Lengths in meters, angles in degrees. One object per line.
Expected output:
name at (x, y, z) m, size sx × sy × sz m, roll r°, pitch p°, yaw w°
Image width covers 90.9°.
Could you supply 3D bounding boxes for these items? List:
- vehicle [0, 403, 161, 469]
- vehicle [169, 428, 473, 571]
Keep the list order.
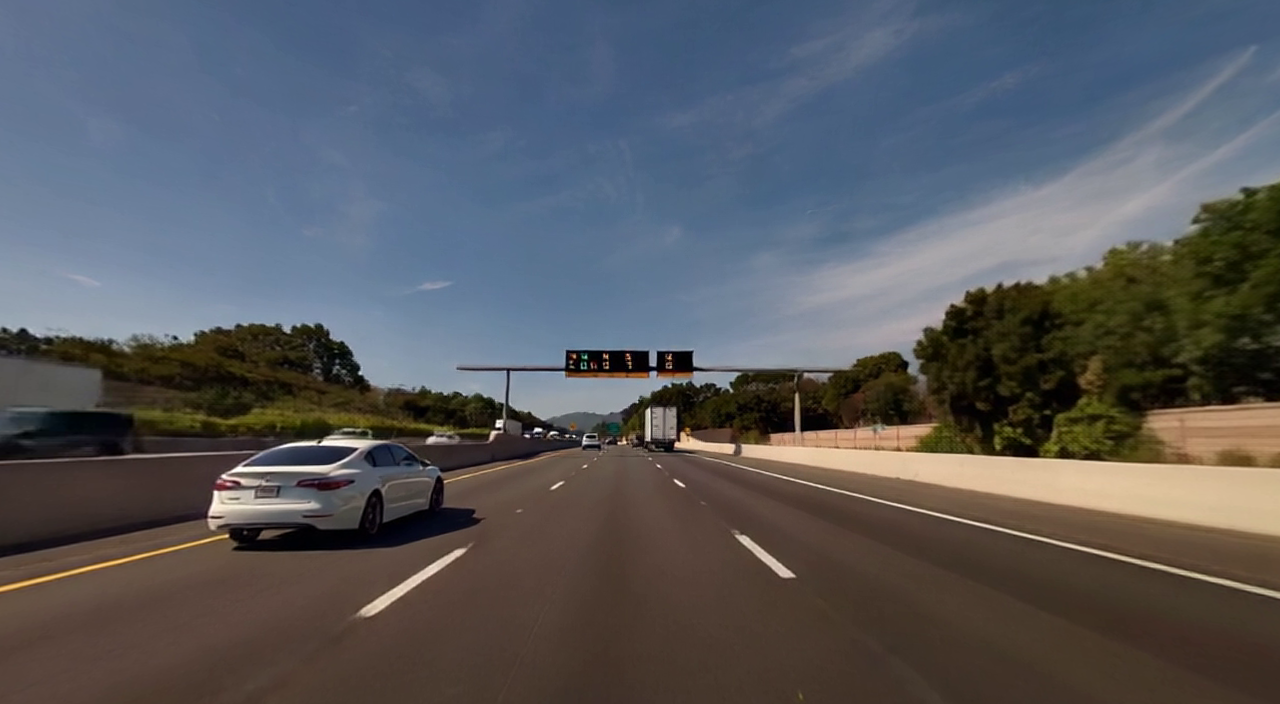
vehicle at (-16.229, 2.370, 17.606) m, size 2.198 × 1.601 × 4.448 m, roll 0°, pitch -8°, yaw -1°
vehicle at (-3.885, 1.825, 8.757) m, size 1.971 × 1.444 × 4.401 m, roll 0°, pitch -8°, yaw -1°
